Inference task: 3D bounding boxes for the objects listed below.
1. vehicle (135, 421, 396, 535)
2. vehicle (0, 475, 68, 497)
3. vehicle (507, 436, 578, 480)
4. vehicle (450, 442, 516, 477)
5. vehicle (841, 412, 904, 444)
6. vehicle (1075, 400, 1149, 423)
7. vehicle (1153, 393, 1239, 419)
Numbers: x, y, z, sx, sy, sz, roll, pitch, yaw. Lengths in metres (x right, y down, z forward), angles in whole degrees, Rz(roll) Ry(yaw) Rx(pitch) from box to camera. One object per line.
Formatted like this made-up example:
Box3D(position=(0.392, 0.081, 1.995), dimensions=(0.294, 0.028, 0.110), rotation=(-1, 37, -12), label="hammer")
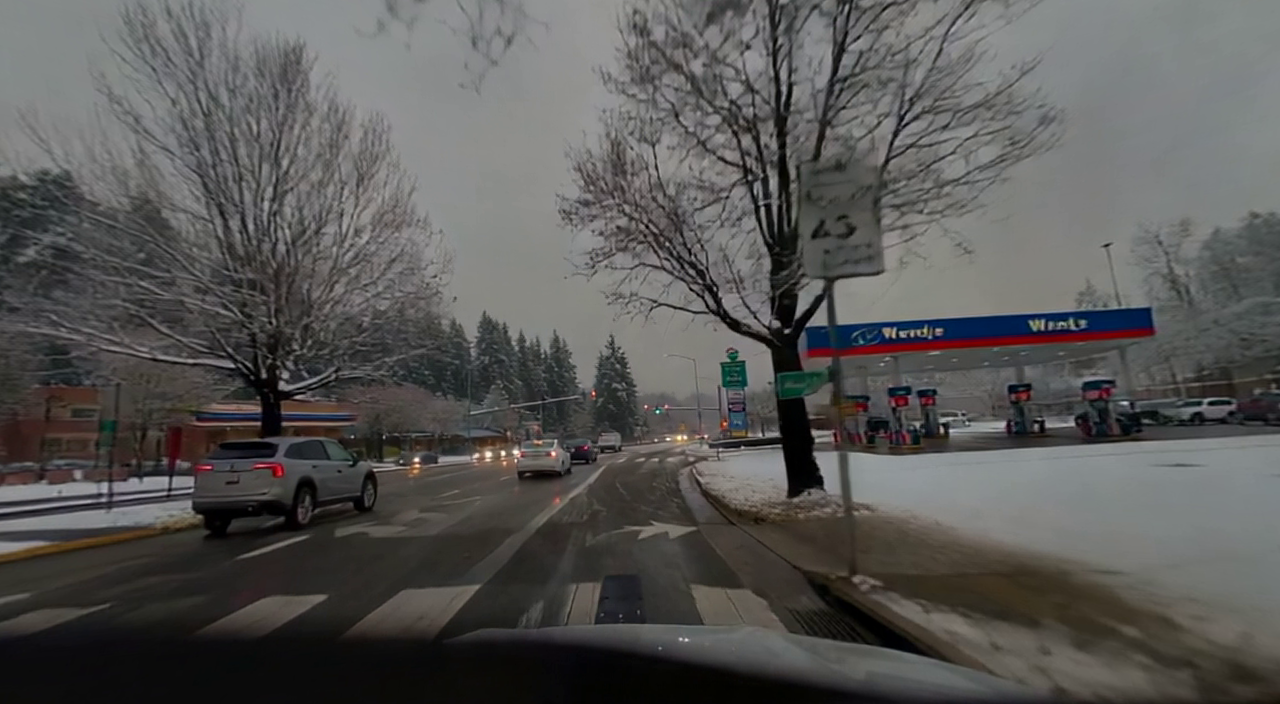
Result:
Box3D(position=(-6.805, 2.341, 12.278), dimensions=(2.102, 1.774, 4.662), rotation=(0, -9, 1), label="vehicle")
Box3D(position=(-46.181, 10.071, 47.223), dimensions=(4.384, 1.490, 2.031), rotation=(-1, -10, 0), label="vehicle")
Box3D(position=(-3.743, 4.180, 24.931), dimensions=(2.060, 1.580, 3.980), rotation=(0, -9, 2), label="vehicle")
Box3D(position=(-7.201, 4.963, 29.320), dimensions=(1.875, 1.479, 4.558), rotation=(0, -9, 0), label="vehicle")
Box3D(position=(17.075, 5.702, 46.610), dimensions=(2.322, 2.152, 5.668), rotation=(-1, -8, -2), label="vehicle")
Box3D(position=(35.962, 4.617, 48.132), dimensions=(1.816, 1.452, 4.698), rotation=(-6, -7, -2), label="vehicle")
Box3D(position=(42.322, 4.171, 48.089), dimensions=(1.985, 1.630, 5.151), rotation=(-2, -9, 3), label="vehicle")
